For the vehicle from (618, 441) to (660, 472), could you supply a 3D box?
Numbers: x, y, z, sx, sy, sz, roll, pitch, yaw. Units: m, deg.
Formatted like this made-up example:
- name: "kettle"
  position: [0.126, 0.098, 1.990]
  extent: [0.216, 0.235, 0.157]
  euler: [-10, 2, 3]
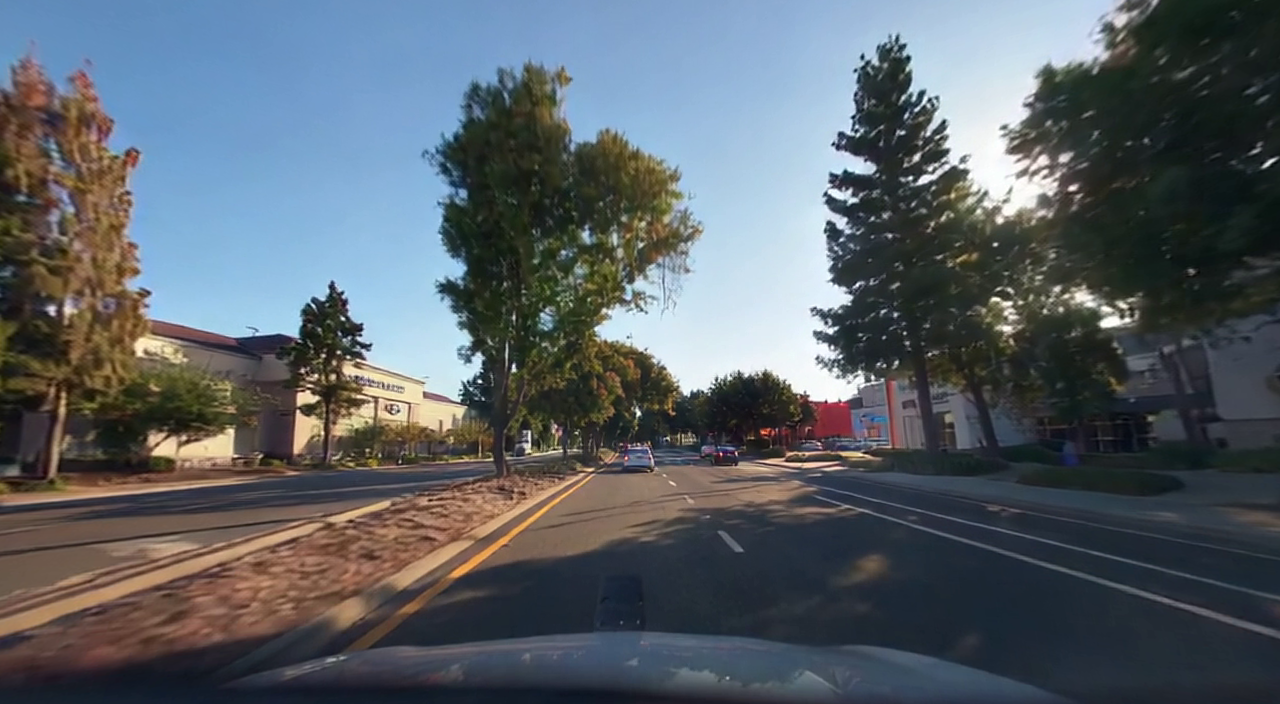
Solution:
- name: "vehicle"
  position: [-0.051, 5.537, 33.748]
  extent: [2.072, 1.545, 4.578]
  euler: [0, -8, 0]
